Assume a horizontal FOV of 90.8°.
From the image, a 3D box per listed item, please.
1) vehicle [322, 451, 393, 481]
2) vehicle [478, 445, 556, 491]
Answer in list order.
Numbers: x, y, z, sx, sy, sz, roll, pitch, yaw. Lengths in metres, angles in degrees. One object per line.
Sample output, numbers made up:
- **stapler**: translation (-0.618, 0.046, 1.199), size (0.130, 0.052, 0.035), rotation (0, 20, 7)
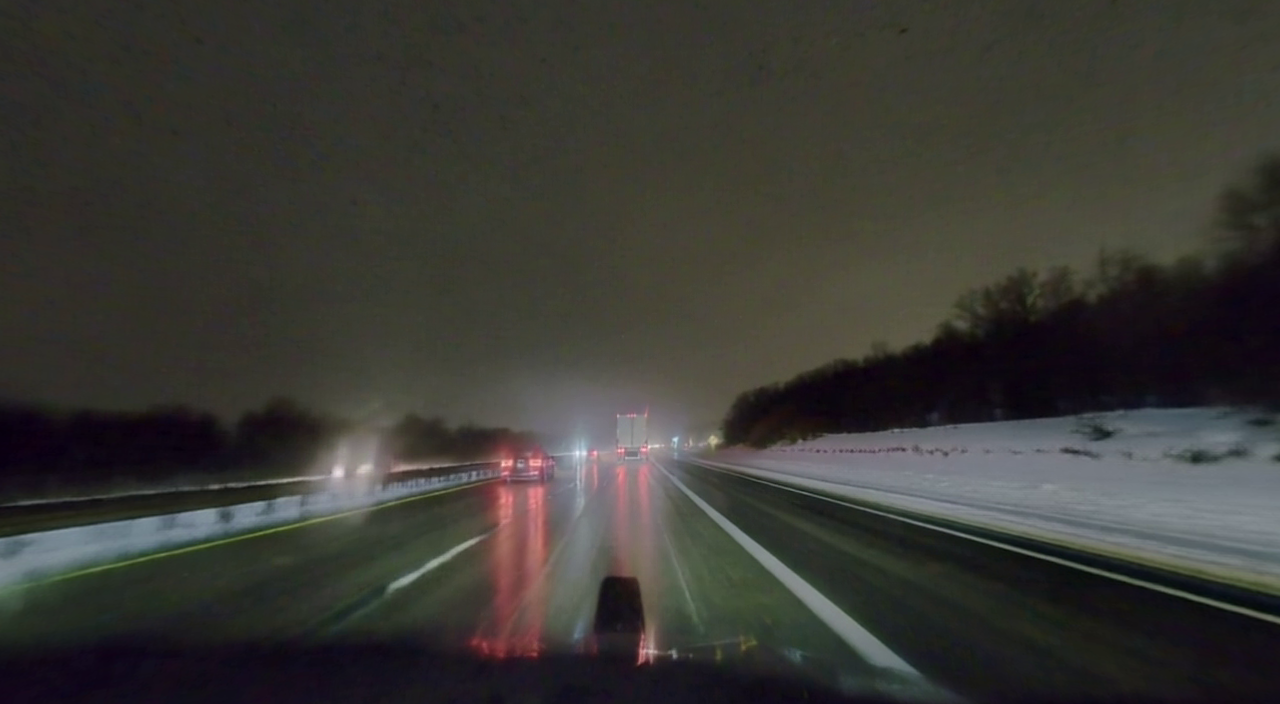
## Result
- **vehicle**: translation (-14.880, 6.001, 33.494), size (1.828, 1.446, 4.161), rotation (0, -9, 0)
- **vehicle**: translation (-4.342, 4.146, 22.961), size (1.978, 1.507, 4.062), rotation (0, -9, 1)
